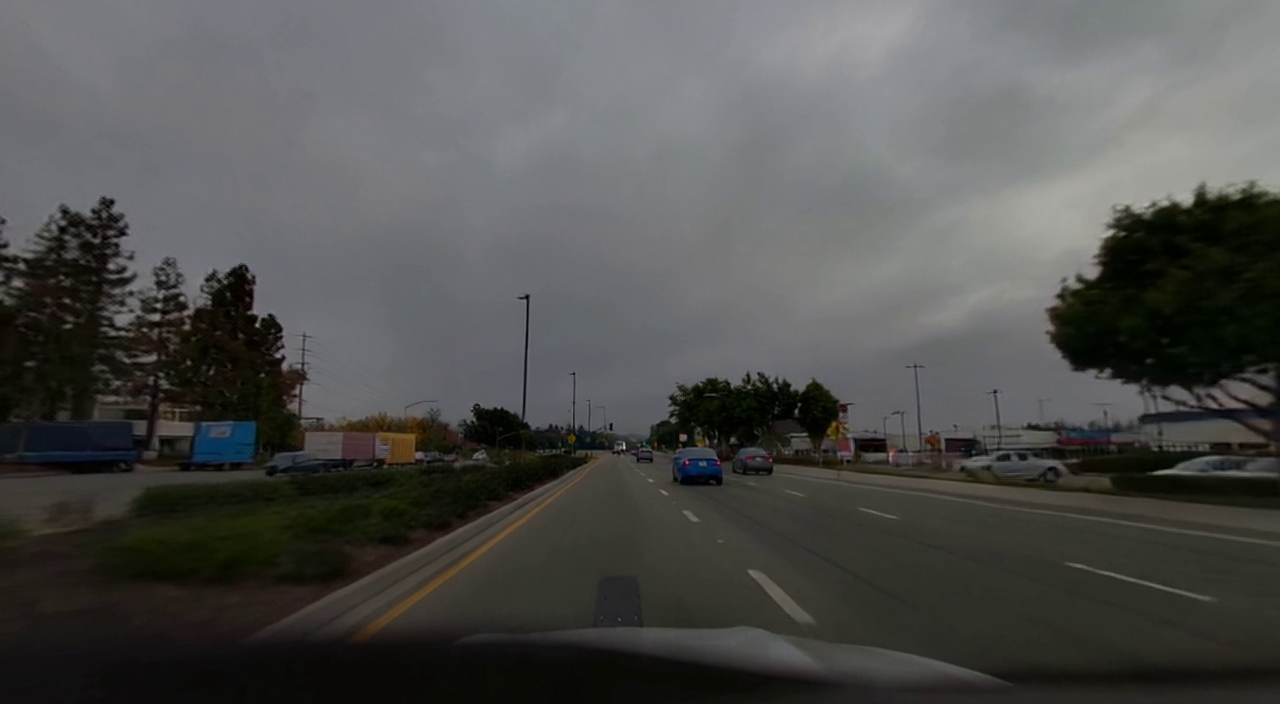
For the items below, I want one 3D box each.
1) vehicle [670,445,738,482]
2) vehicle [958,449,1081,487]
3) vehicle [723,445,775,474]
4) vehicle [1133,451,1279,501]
[{"bbox_3d":[2.628,4.737,27.114,2.256,1.451,4.313,1,-9,-3],"label":"vehicle"},{"bbox_3d":[16.511,5.011,27.443,4.486,1.532,1.939,3,-9,-15],"label":"vehicle"},{"bbox_3d":[5.947,5.914,34.890,1.886,1.528,4.169,1,-9,-4],"label":"vehicle"},{"bbox_3d":[18.651,3.889,20.015,4.727,1.433,2.088,2,-9,-13],"label":"vehicle"}]
